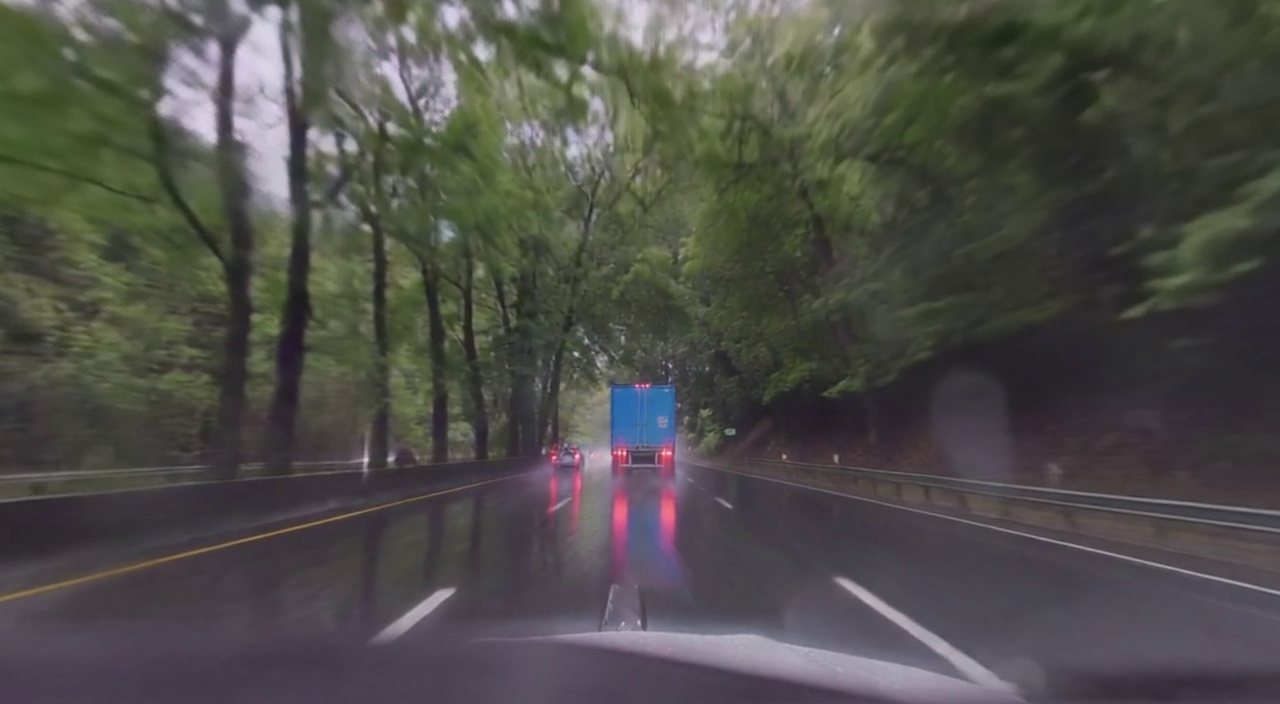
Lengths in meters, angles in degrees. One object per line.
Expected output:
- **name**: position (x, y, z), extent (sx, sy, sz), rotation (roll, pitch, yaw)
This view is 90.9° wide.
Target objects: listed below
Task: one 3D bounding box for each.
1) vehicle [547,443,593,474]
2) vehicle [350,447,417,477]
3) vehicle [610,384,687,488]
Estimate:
- **vehicle**: position (-3.880, 6.058, 35.963), extent (2.018, 1.632, 4.722), rotation (0, -9, 1)
- **vehicle**: position (-16.081, 6.899, 39.793), extent (2.008, 1.748, 4.967), rotation (0, -9, 2)
- **vehicle**: position (0.401, 3.813, 28.031), extent (2.821, 3.878, 8.925), rotation (0, -9, 1)
